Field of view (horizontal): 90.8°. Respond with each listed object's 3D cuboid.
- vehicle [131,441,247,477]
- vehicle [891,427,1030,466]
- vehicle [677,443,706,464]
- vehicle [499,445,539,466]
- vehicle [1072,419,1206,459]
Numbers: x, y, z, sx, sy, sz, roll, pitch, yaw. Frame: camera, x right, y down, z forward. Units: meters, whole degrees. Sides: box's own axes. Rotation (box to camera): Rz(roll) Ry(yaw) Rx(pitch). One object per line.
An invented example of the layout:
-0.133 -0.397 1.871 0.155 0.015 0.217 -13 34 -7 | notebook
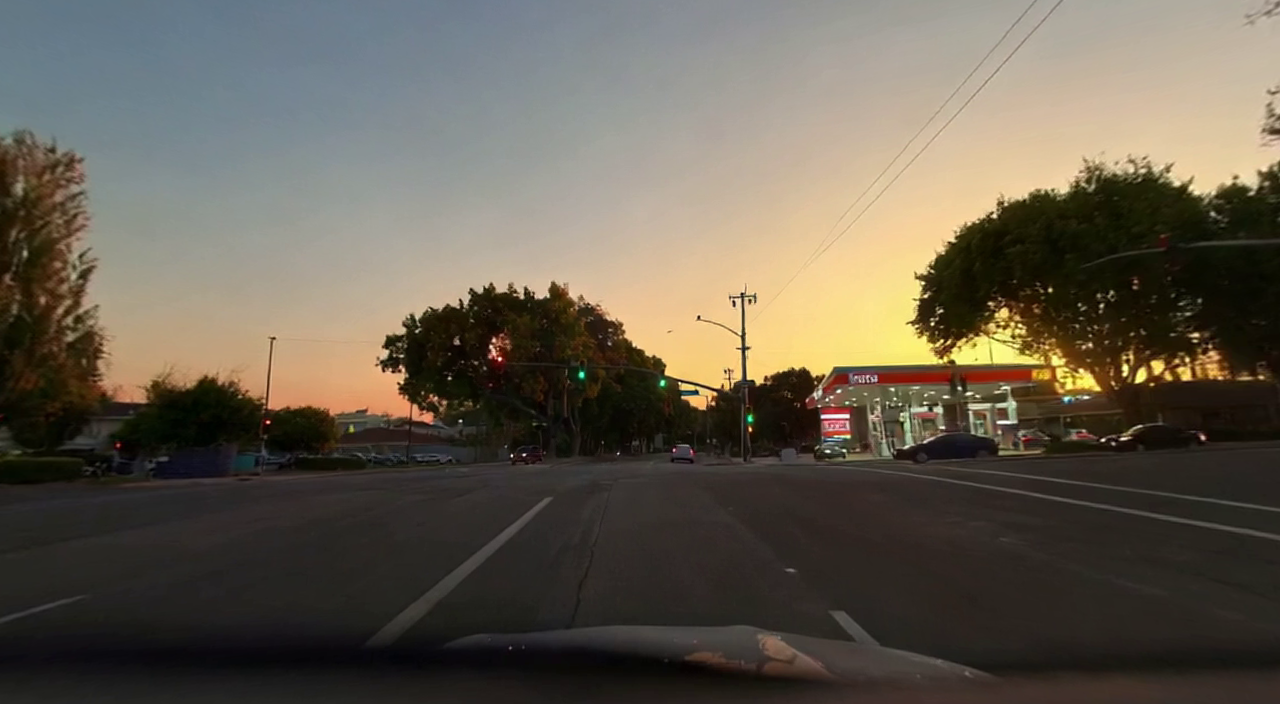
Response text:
-33.374 7.950 46.928 6.708 2.544 2.452 0 -9 1 | vehicle
13.172 3.917 26.214 4.605 1.497 2.061 0 -9 0 | vehicle
3.790 7.556 47.208 1.908 1.492 3.977 0 -9 1 | vehicle
-9.279 7.990 48.810 2.023 1.498 4.605 -1 -9 3 | vehicle
20.445 3.592 25.980 4.002 1.544 1.820 0 -9 -4 | vehicle
